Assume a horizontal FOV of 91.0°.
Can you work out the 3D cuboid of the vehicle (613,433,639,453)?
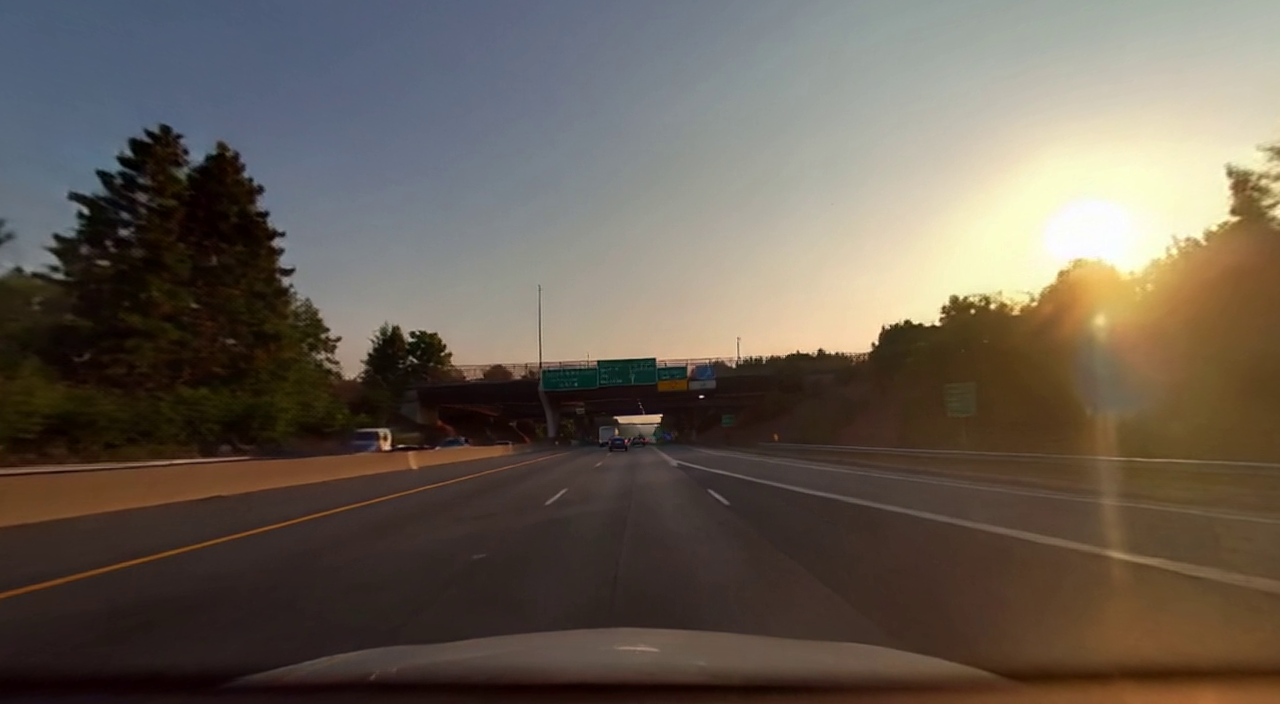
[{"bbox_3d":[-1.161,7.180,49.711,1.952,1.438,3.702,0,-8,-3],"label":"vehicle"}]
